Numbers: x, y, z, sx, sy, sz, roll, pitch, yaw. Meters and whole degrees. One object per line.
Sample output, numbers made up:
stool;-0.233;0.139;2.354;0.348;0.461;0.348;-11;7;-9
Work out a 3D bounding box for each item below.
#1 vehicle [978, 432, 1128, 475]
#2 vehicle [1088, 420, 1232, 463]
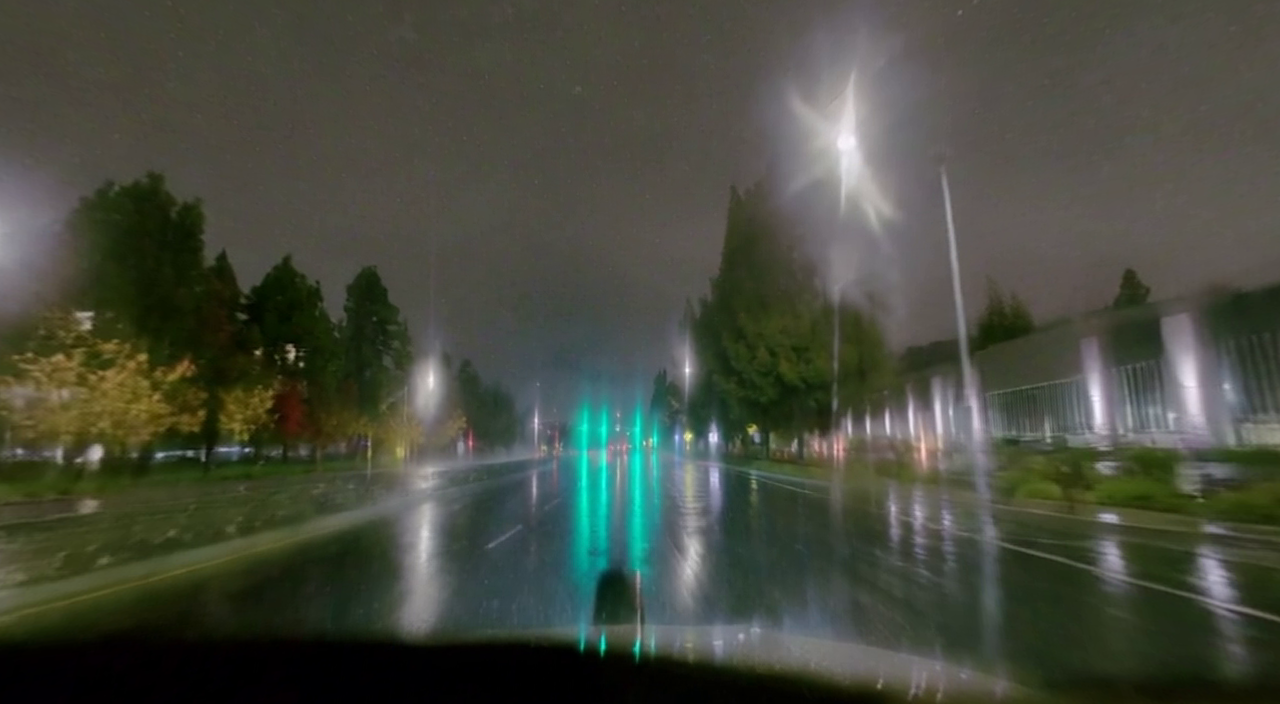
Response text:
vehicle;17.467;4.315;26.875;4.938;1.729;2.098;1;-9;-3
vehicle;30.164;5.204;36.788;6.323;2.077;2.262;-3;-8;-2
